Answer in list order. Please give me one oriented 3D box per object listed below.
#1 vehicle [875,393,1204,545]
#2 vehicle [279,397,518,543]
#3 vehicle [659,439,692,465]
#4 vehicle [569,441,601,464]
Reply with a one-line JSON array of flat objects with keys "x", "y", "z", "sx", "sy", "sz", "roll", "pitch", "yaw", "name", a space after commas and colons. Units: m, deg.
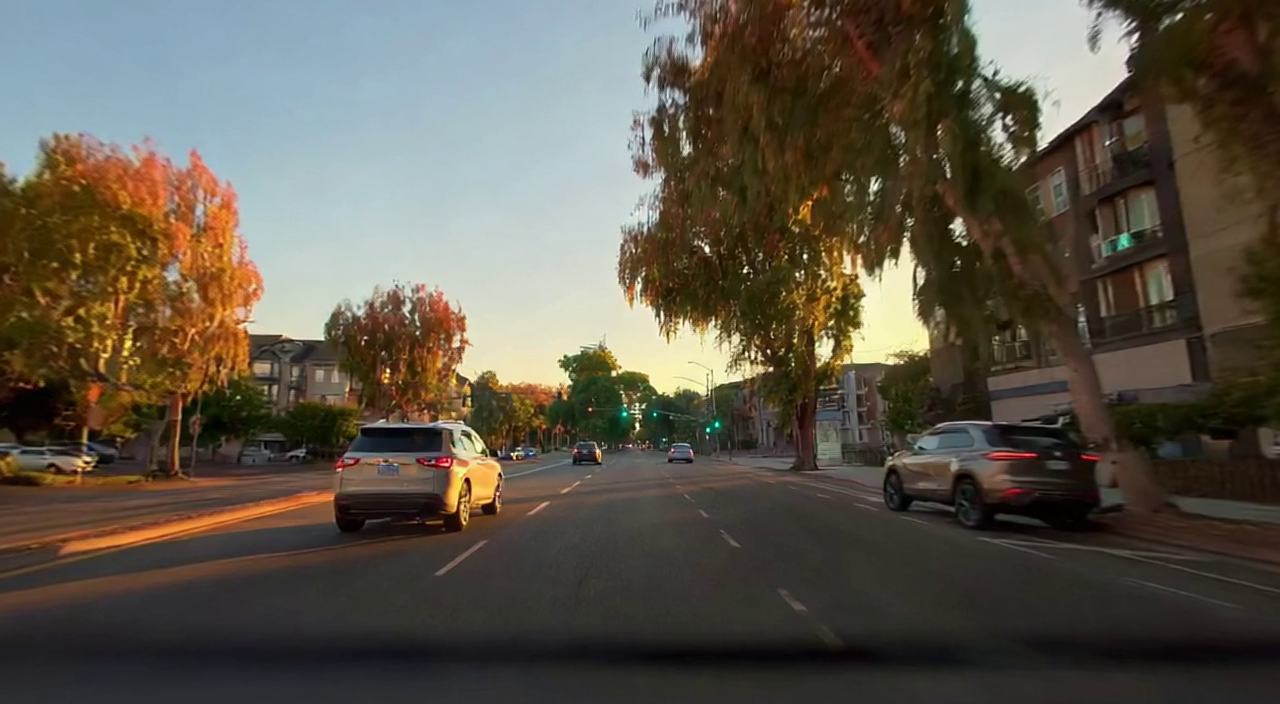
[{"x": 6.970, "y": 2.154, "z": 12.332, "sx": 2.521, "sy": 2.108, "sz": 6.111, "roll": 2, "pitch": -8, "yaw": 1, "name": "vehicle"}, {"x": -3.807, "y": 1.999, "z": 11.295, "sx": 2.225, "sy": 1.984, "sz": 5.168, "roll": 0, "pitch": -8, "yaw": 0, "name": "vehicle"}, {"x": 2.528, "y": 7.214, "z": 45.625, "sx": 2.018, "sy": 1.719, "sz": 4.369, "roll": 0, "pitch": -8, "yaw": -2, "name": "vehicle"}, {"x": -4.219, "y": 7.812, "z": 49.417, "sx": 2.083, "sy": 1.685, "sz": 4.069, "roll": 0, "pitch": -8, "yaw": 1, "name": "vehicle"}]
